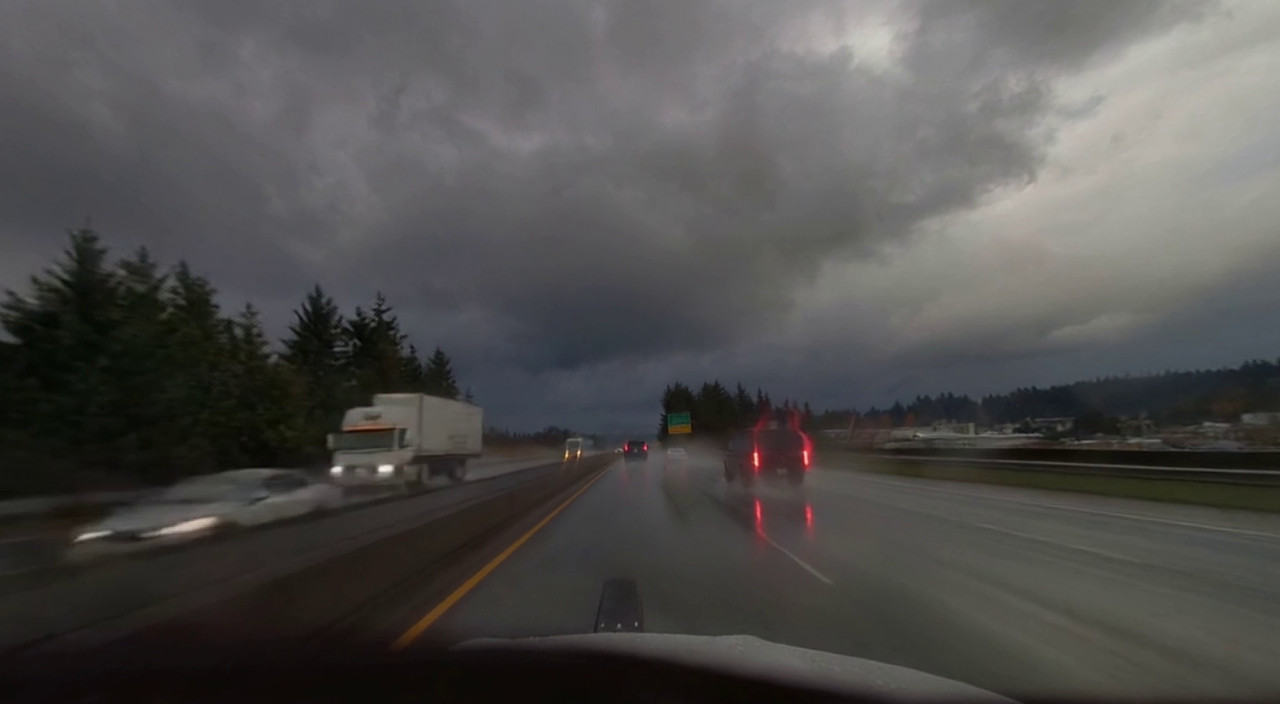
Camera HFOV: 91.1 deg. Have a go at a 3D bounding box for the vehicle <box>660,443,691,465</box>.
[{"bbox_3d":[2.741,8.051,49.555,2.123,1.620,4.959,0,-9,-1],"label":"vehicle"}]

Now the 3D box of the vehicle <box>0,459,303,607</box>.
[{"bbox_3d":[-6.953,2.293,8.895,1.901,1.462,4.439,0,-9,0],"label":"vehicle"}]

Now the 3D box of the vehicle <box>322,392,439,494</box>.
[{"bbox_3d":[-10.709,3.821,26.362,3.343,3.964,3.305,0,-9,0],"label":"vehicle"}]

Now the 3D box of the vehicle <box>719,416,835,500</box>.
[{"bbox_3d":[3.569,2.879,17.386,1.981,1.984,4.623,0,-9,-2],"label":"vehicle"}]

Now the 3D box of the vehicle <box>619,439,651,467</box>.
[{"bbox_3d":[-0.348,7.254,45.332,2.192,1.912,4.524,0,-9,-1],"label":"vehicle"}]
